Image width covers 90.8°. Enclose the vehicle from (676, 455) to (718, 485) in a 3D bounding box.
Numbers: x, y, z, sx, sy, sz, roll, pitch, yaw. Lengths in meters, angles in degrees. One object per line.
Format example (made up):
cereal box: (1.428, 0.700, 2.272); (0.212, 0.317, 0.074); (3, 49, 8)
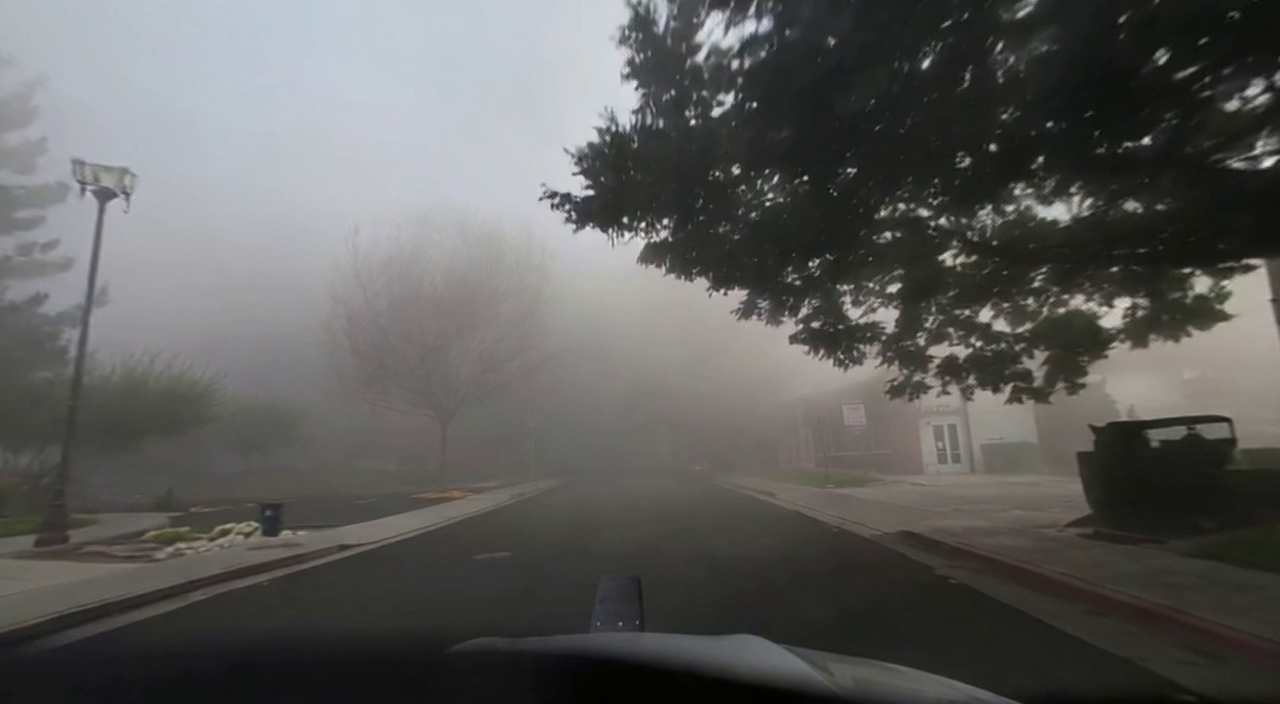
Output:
vehicle: (3.162, 6.672, 35.921); (2.064, 1.532, 4.596); (0, -9, 1)
